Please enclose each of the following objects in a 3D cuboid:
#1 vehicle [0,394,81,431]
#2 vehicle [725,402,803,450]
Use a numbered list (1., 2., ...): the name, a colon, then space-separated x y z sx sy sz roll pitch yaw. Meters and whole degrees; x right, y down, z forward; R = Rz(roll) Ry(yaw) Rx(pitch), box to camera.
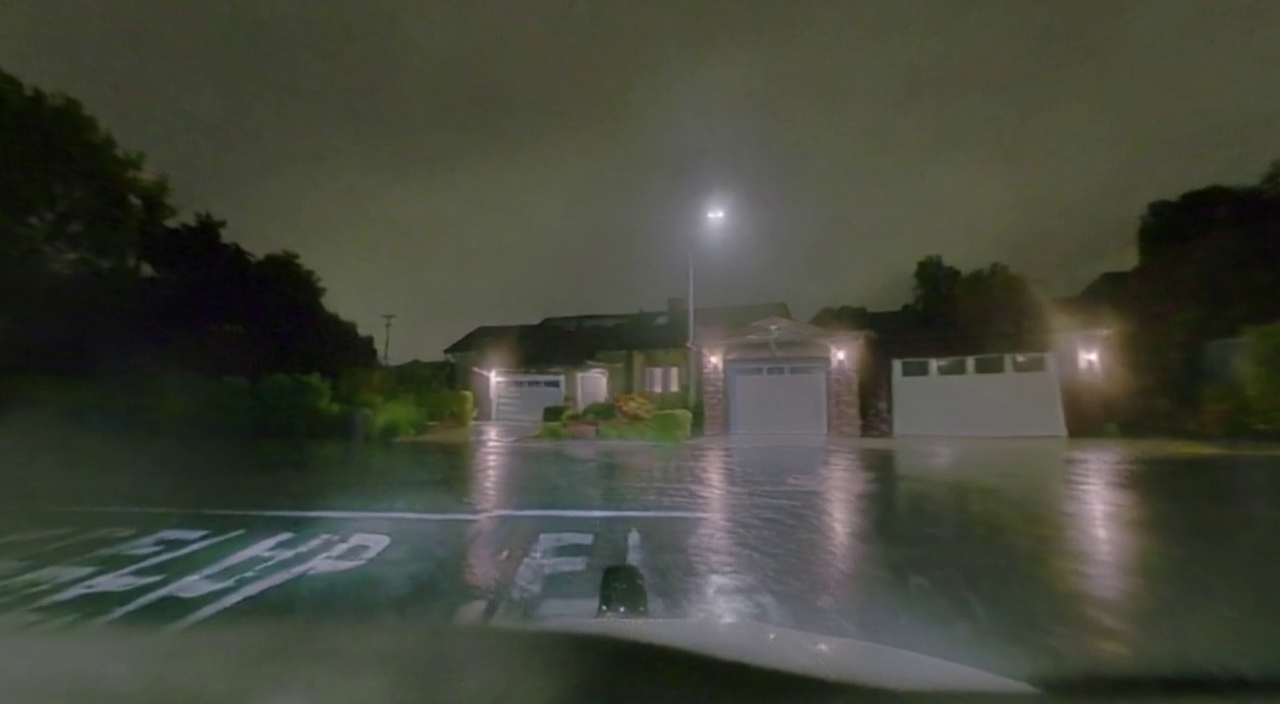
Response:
1. vehicle: -30.570 3.042 30.997 2.019 1.697 4.310 0 -7 3
2. vehicle: 4.119 2.623 21.720 1.860 1.477 4.629 0 -8 1
